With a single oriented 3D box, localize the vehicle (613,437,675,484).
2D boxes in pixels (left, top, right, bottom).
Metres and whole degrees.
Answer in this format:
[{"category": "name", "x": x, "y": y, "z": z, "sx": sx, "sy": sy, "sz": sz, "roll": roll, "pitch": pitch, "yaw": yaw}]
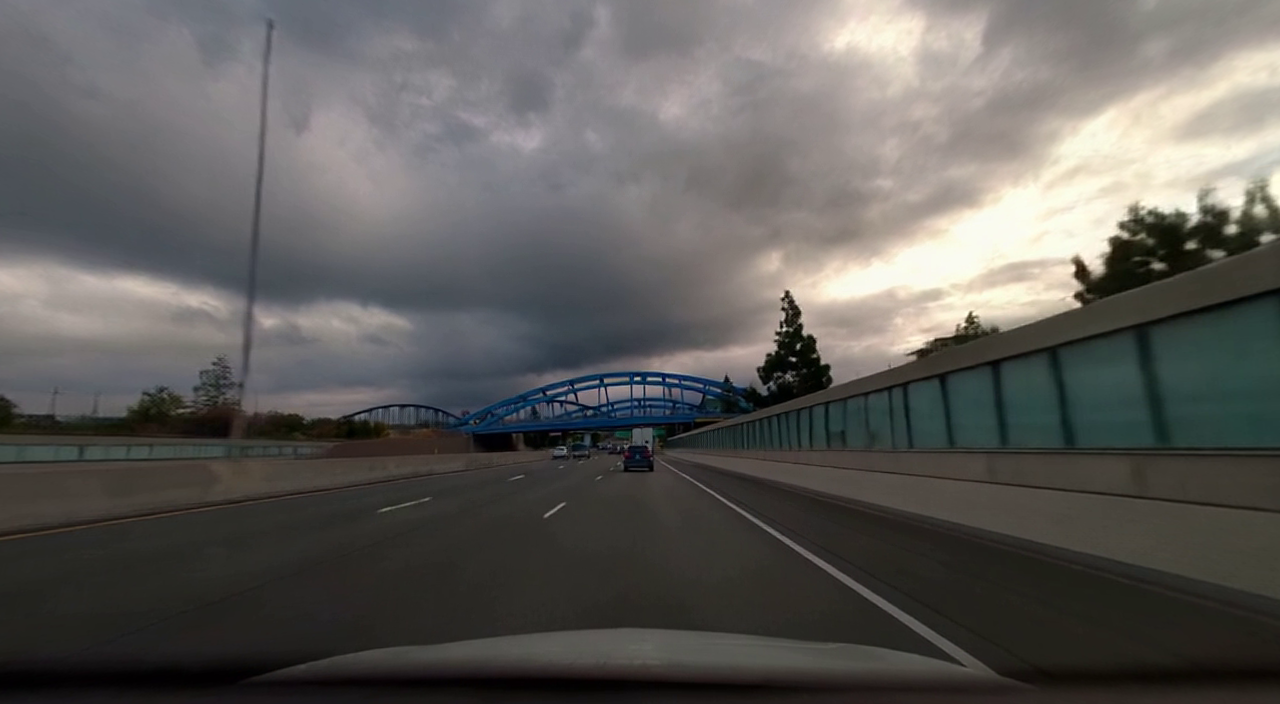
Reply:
[{"category": "vehicle", "x": 0.146, "y": 4.392, "z": 25.851, "sx": 2.299, "sy": 1.716, "sz": 4.579, "roll": 0, "pitch": -9, "yaw": 0}]
